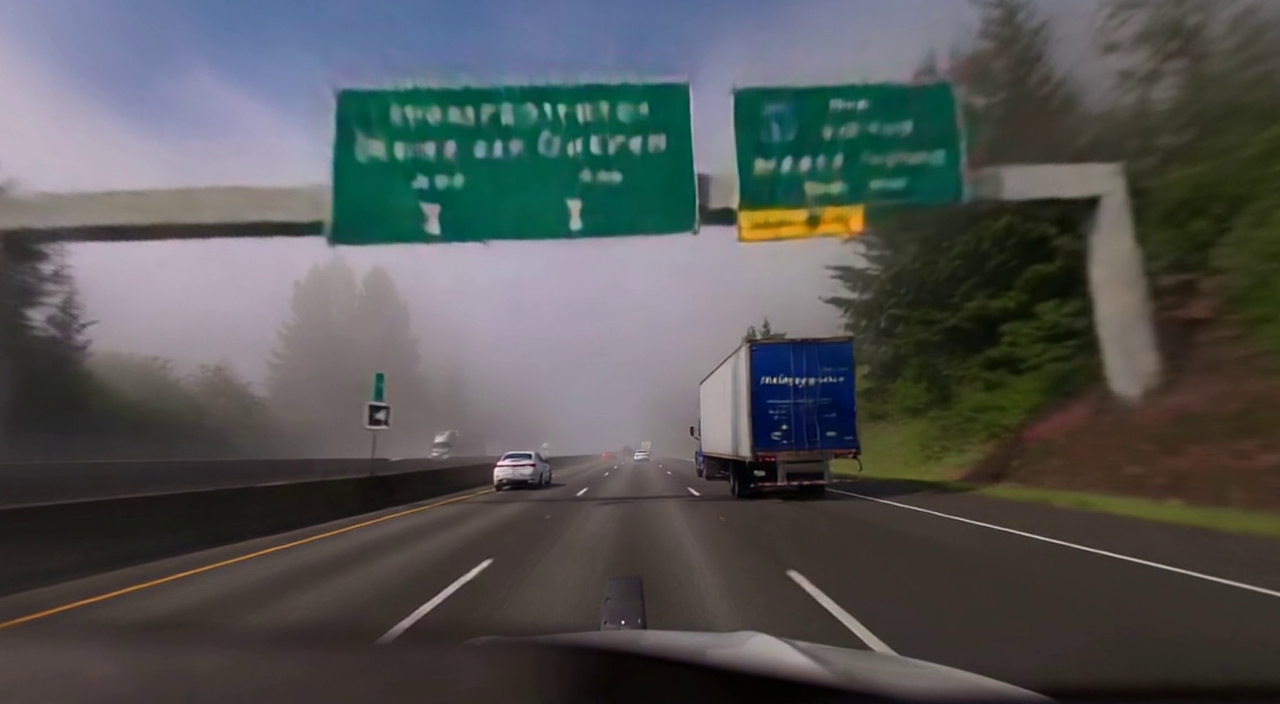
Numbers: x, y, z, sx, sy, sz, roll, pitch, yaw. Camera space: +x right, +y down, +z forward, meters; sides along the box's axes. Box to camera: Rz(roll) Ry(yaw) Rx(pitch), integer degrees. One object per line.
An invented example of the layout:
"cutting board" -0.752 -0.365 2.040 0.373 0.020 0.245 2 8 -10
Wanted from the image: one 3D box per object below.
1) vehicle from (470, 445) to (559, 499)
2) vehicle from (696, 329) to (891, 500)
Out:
"vehicle" -3.797 3.696 19.812 1.918 1.510 4.006 0 -9 1
"vehicle" 4.177 2.495 21.676 3.025 4.005 14.010 0 -9 -1
